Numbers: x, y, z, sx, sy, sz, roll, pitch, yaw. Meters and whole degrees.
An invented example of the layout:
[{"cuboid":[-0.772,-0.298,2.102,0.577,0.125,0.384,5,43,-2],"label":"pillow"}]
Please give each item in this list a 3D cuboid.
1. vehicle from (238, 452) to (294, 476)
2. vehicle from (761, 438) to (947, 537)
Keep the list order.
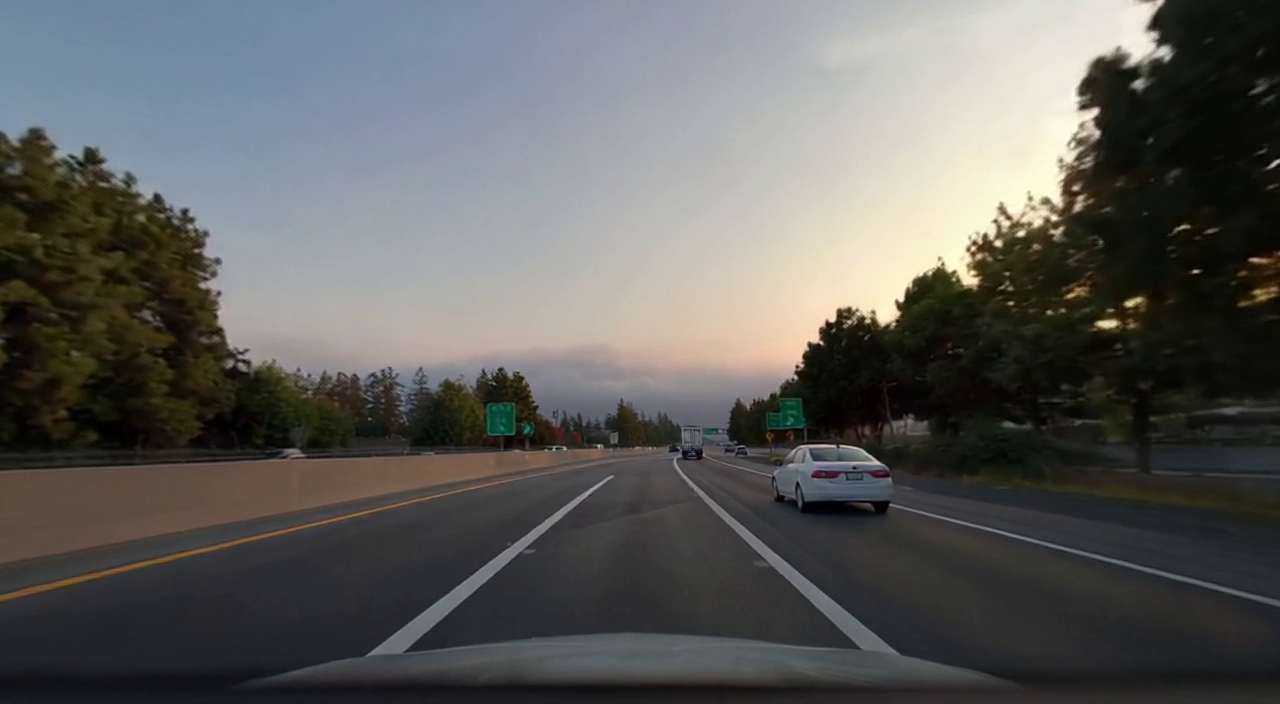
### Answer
[{"cuboid":[-25.468,7.591,43.016,1.674,1.522,3.369,0,-9,1],"label":"vehicle"},{"cuboid":[3.621,2.351,11.588,1.938,1.456,4.204,0,-9,0],"label":"vehicle"}]
